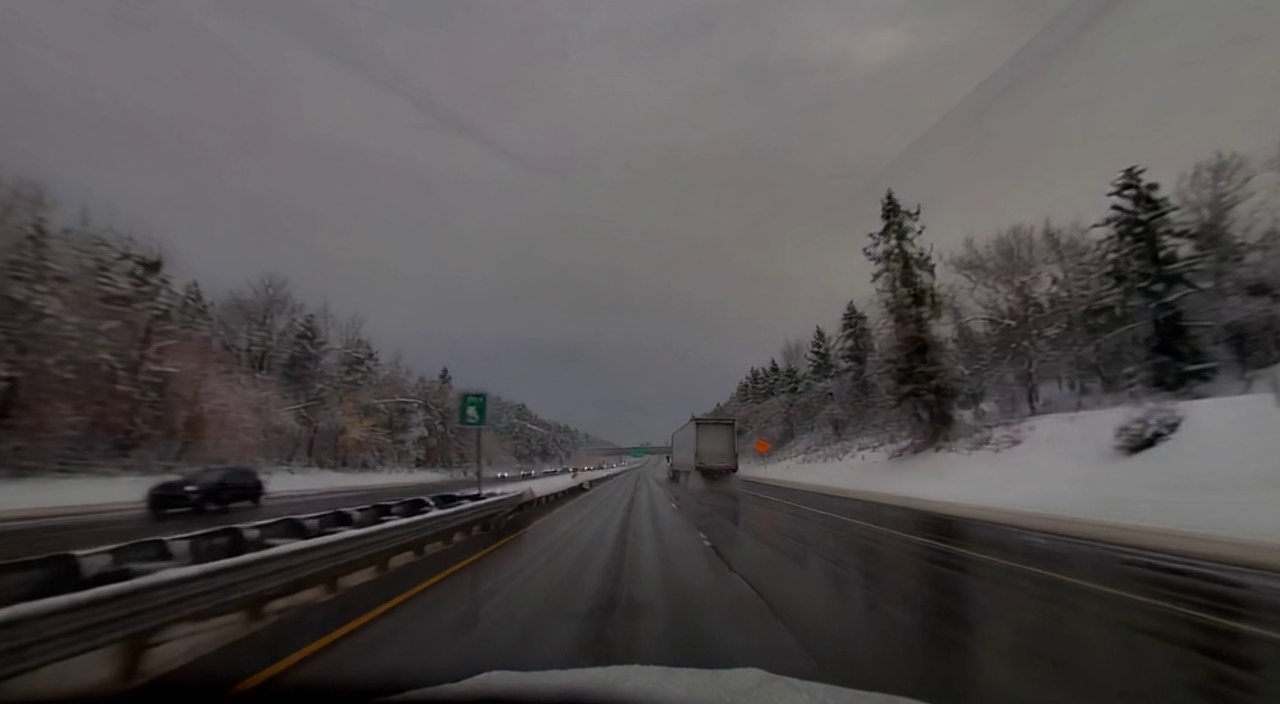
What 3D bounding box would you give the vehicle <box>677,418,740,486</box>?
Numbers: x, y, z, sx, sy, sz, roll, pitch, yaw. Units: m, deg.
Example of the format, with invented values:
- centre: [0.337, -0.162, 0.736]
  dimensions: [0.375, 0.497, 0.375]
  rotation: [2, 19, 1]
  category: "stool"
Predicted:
- centre: [3.851, 5.853, 36.765]
  dimensions: [2.806, 3.499, 5.698]
  rotation: [-3, -9, -1]
  category: "vehicle"
